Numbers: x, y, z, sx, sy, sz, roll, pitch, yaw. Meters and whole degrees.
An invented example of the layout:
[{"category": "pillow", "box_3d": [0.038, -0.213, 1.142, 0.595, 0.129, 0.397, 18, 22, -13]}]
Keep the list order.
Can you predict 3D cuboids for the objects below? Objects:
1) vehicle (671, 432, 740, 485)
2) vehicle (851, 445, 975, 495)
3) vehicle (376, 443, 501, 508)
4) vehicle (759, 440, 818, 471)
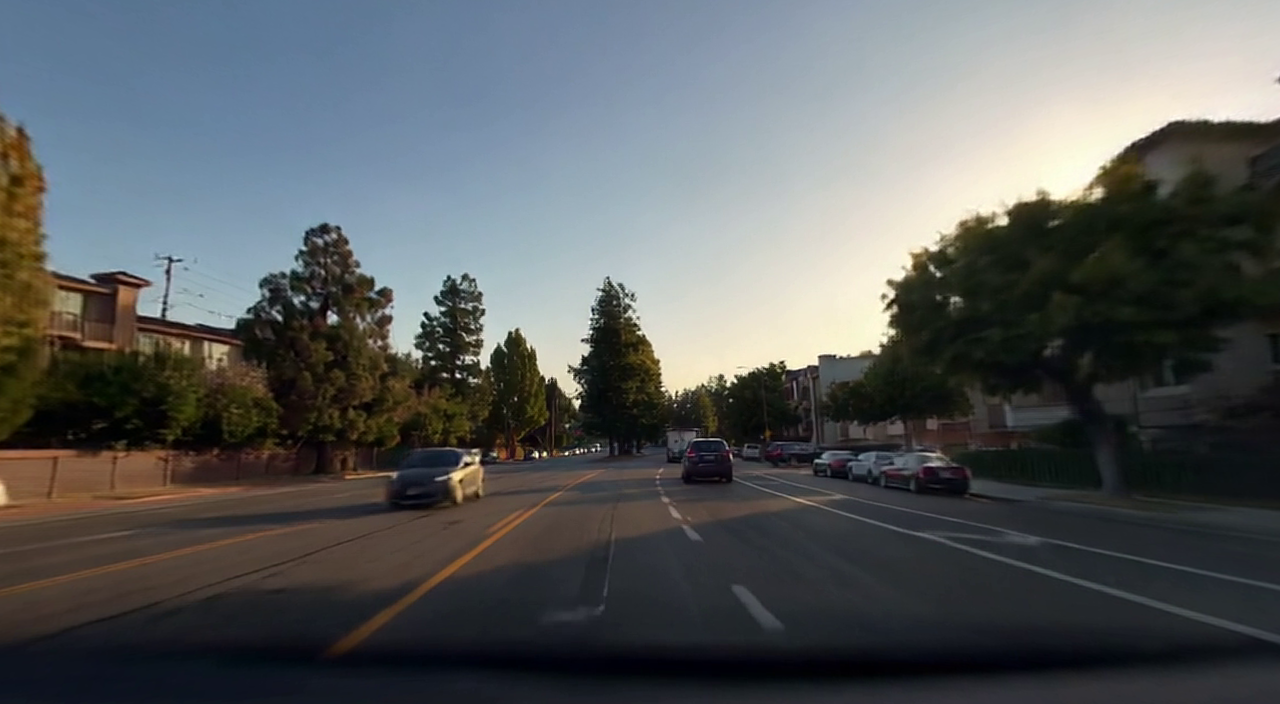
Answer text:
[{"category": "vehicle", "box_3d": [2.358, 3.982, 23.911, 2.085, 1.763, 4.490, 0, -8, -1]}, {"category": "vehicle", "box_3d": [8.963, 3.877, 21.301, 1.996, 1.474, 4.771, 0, -8, -1]}, {"category": "vehicle", "box_3d": [-5.215, 3.218, 17.025, 1.958, 1.501, 4.294, 0, -8, 0]}, {"category": "vehicle", "box_3d": [9.140, 6.255, 38.560, 2.187, 1.752, 4.300, -5, -10, 31]}]
